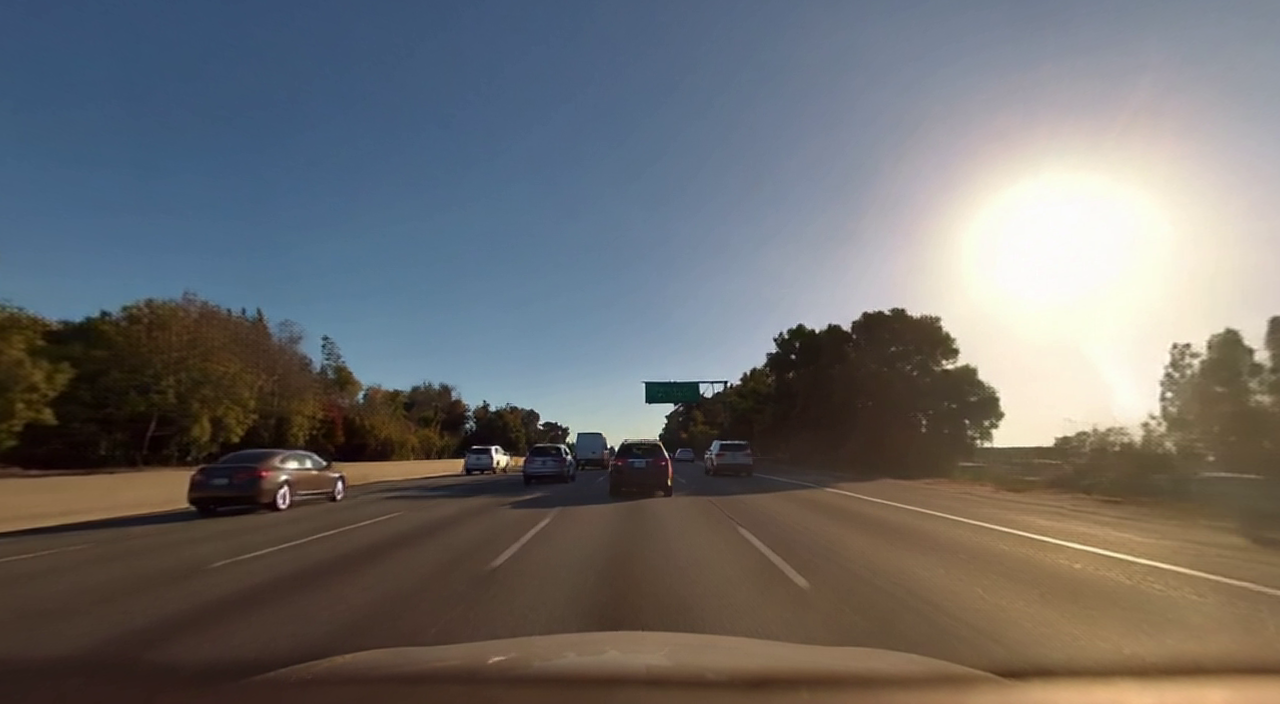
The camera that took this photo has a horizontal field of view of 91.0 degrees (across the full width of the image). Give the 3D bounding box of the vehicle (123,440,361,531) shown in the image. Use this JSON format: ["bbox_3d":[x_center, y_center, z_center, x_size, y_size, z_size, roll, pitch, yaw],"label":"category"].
[{"bbox_3d":[-7.743,2.594,12.936,1.927,1.514,4.474,0,-9,0],"label":"vehicle"}]

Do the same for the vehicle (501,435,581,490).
[{"bbox_3d":[-3.476,3.964,22.952,2.142,1.808,4.266,0,-9,1],"label":"vehicle"}]

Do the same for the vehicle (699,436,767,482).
[{"bbox_3d":[4.013,4.722,28.139,2.175,1.830,5.173,0,-9,-1],"label":"vehicle"}]

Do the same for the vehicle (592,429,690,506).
[{"bbox_3d":[0.050,2.949,16.492,2.223,1.722,4.177,0,-9,1],"label":"vehicle"}]

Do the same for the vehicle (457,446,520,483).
[{"bbox_3d":[-7.112,5.278,29.982,1.931,1.617,4.060,0,-9,0],"label":"vehicle"}]
